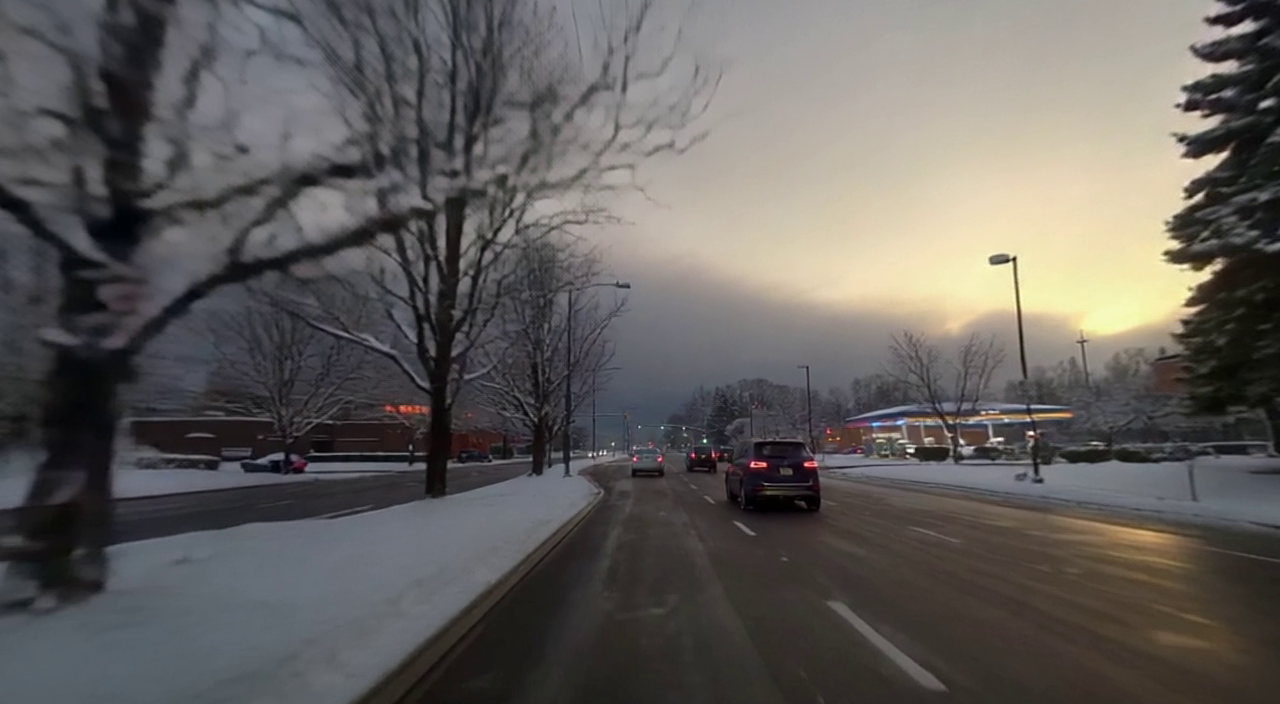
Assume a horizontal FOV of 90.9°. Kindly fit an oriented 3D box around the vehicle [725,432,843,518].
[{"bbox_3d":[3.267,2.844,15.089,1.872,1.752,3.896,0,-8,0],"label":"vehicle"}]

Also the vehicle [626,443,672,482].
[{"bbox_3d":[0.400,5.120,29.502,1.991,1.664,3.814,0,-8,0],"label":"vehicle"}]

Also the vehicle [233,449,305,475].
[{"bbox_3d":[-25.226,7.452,42.945,3.782,1.699,1.867,8,-12,-43],"label":"vehicle"}]

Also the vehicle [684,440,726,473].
[{"bbox_3d":[4.098,6.675,40.526,2.154,1.975,4.634,0,-8,-1],"label":"vehicle"}]
